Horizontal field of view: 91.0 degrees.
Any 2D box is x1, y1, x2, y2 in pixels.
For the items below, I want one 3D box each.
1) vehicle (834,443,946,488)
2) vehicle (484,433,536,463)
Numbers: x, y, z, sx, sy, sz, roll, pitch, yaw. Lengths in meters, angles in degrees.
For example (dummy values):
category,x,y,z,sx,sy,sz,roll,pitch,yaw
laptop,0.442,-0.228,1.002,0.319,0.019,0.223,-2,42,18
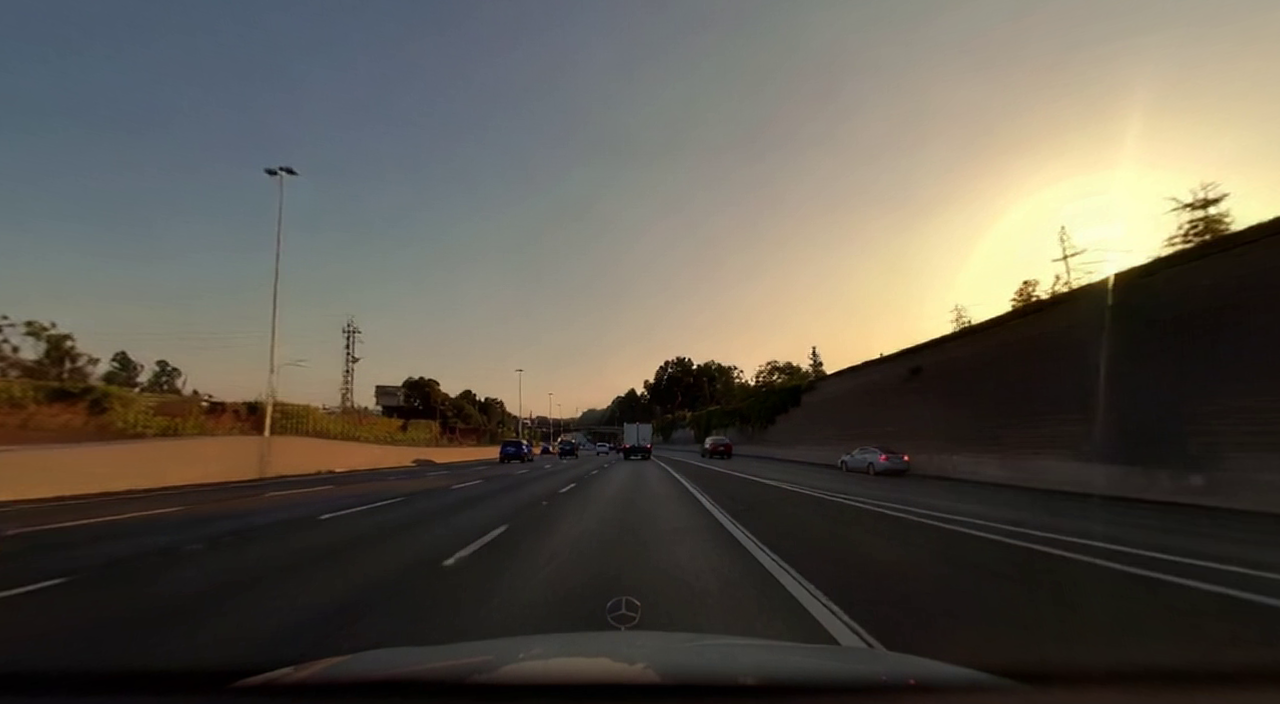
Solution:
category,x,y,z,sx,sy,sz,roll,pitch,yaw
vehicle,9.278,4.238,23.865,2.075,1.510,4.569,1,-9,-5
vehicle,-9.909,7.403,48.636,2.571,2.169,6.443,0,-9,1
